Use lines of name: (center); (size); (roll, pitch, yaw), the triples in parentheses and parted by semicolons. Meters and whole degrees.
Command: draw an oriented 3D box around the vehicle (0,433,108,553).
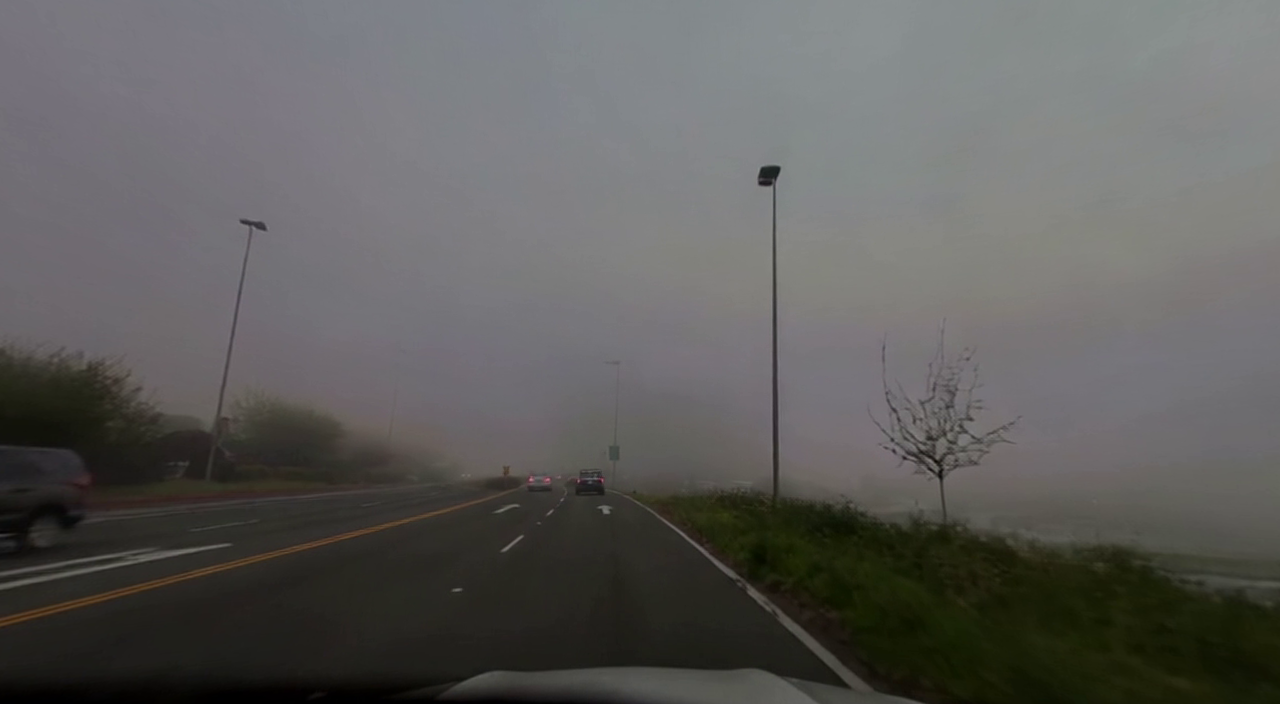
vehicle: (-10.057, 1.869, 8.324); (2.183, 1.665, 4.498); (2, -11, -3)

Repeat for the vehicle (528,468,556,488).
vehicle: (-7.770, 9.957, 49.960); (2.030, 1.441, 4.806); (3, -11, -8)

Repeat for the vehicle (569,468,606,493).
vehicle: (-3.571, 8.541, 42.014); (2.129, 1.471, 4.258); (3, -11, -8)
